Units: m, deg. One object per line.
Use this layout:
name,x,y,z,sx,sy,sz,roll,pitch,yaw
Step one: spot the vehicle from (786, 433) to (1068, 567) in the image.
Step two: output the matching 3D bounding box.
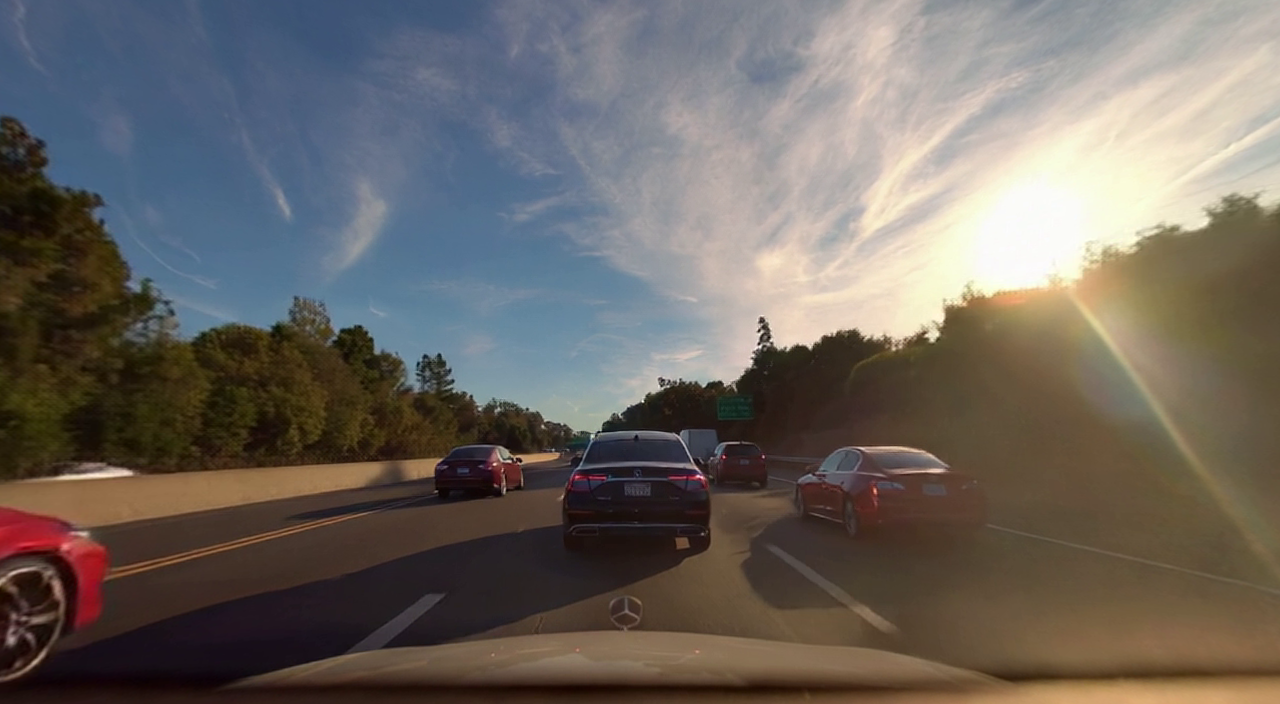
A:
vehicle,3.677,1.976,9.210,1.953,1.434,4.511,0,-9,-1

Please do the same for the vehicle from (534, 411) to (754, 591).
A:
vehicle,-0.011,1.715,7.987,2.093,1.695,3.782,0,-9,-2

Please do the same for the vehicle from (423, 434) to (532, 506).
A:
vehicle,-4.251,3.151,17.148,1.890,1.708,3.844,0,-9,0

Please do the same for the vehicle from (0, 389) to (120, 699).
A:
vehicle,-4.542,0.812,1.918,2.173,1.660,4.373,0,-9,-1
